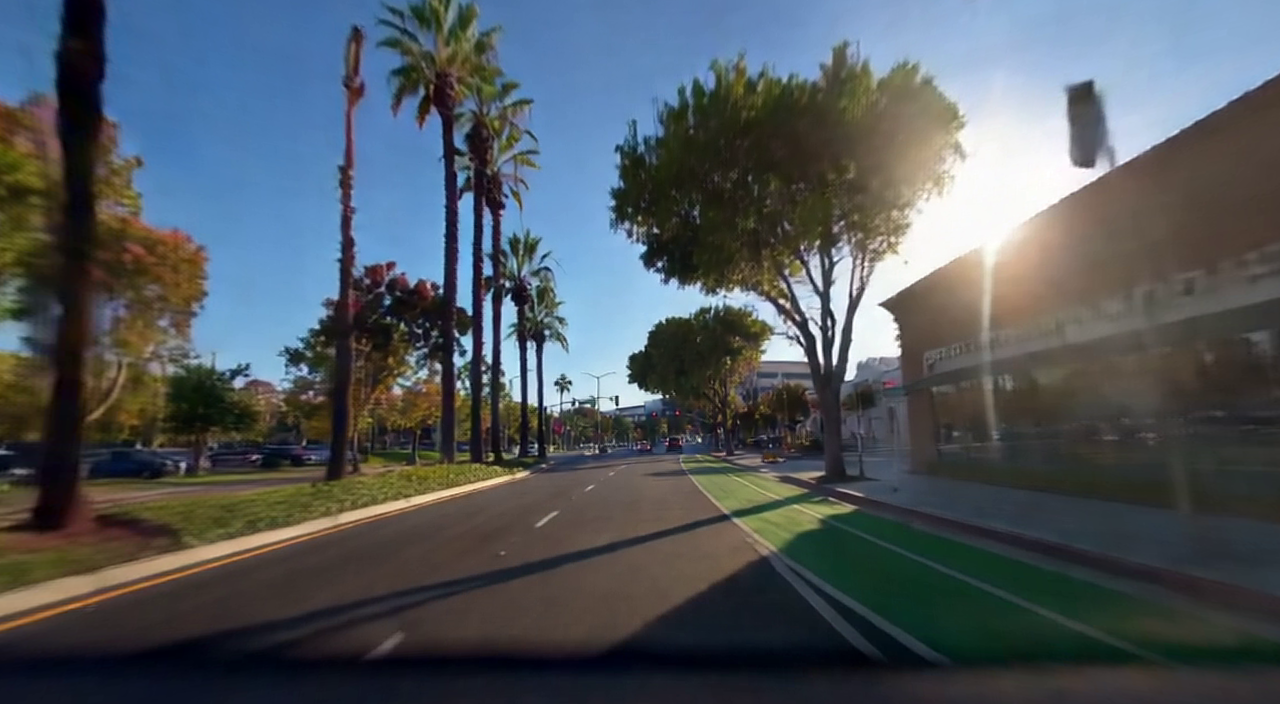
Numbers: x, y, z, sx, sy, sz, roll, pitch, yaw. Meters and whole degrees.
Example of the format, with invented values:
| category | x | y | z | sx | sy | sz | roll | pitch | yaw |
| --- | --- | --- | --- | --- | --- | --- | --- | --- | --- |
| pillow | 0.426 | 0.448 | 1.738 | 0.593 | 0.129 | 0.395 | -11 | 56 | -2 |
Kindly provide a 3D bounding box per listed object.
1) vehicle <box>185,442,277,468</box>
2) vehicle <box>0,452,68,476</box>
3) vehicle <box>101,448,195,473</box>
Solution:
| category | x | y | z | sx | sy | sz | roll | pitch | yaw |
| --- | --- | --- | --- | --- | --- | --- | --- | --- | --- |
| vehicle | -29.964 | 7.556 | 46.354 | 5.174 | 1.778 | 2.292 | -1 | -8 | 3 |
| vehicle | -45.086 | 8.265 | 46.772 | 1.632 | 1.453 | 3.707 | -6 | -8 | 12 |
| vehicle | -29.961 | 6.578 | 38.487 | 4.479 | 1.465 | 1.772 | -1 | -8 | 8 |
